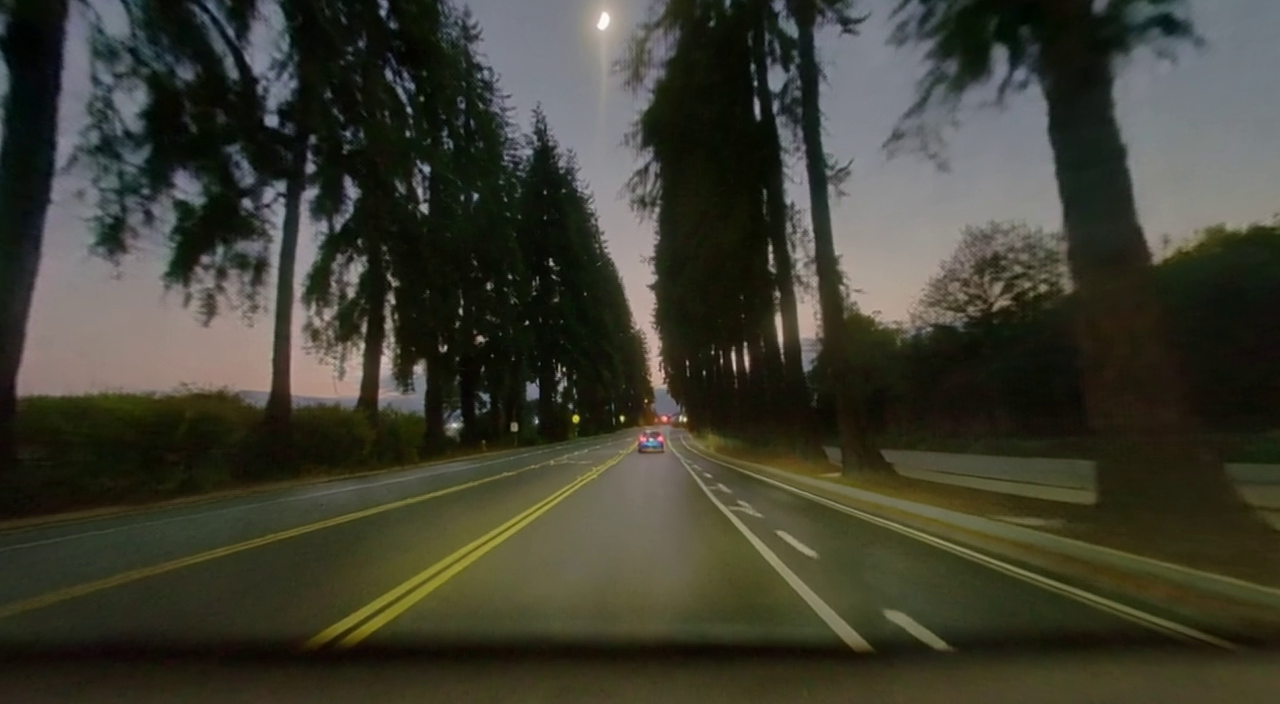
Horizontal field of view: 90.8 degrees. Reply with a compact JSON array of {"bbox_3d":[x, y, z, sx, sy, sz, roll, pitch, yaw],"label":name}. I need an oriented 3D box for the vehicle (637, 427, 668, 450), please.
[{"bbox_3d":[0.883,6.038,44.031,2.067,1.486,3.861,-1,-8,2],"label":"vehicle"}]
